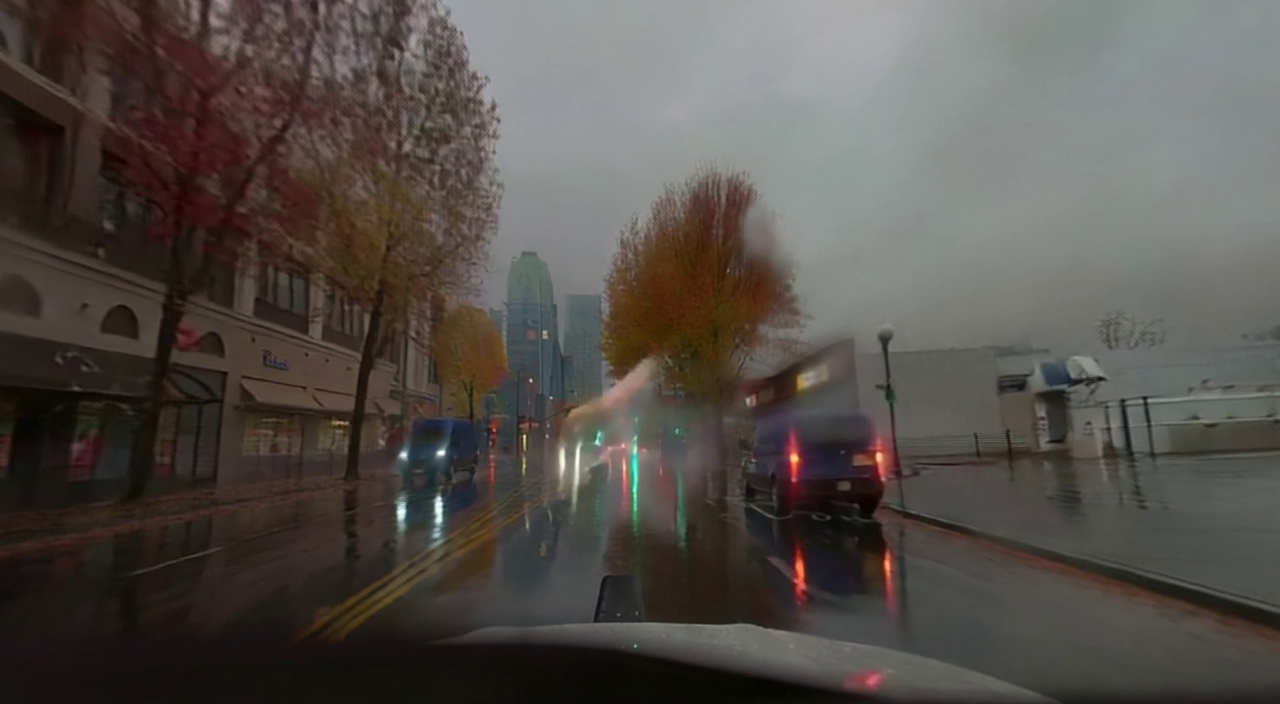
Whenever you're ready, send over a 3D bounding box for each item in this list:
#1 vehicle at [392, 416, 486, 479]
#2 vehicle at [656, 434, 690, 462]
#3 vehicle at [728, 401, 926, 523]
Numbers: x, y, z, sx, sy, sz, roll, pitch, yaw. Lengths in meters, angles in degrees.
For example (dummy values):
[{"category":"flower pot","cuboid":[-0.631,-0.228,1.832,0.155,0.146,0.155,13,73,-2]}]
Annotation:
[{"category":"vehicle","cuboid":[-9.022,4.339,28.941,2.348,2.588,5.860,0,-8,0]},{"category":"vehicle","cuboid":[2.480,7.043,46.304,2.147,1.968,4.478,-1,-8,7]},{"category":"vehicle","cuboid":[3.439,2.160,12.954,2.357,1.986,5.136,0,-8,-2]}]
